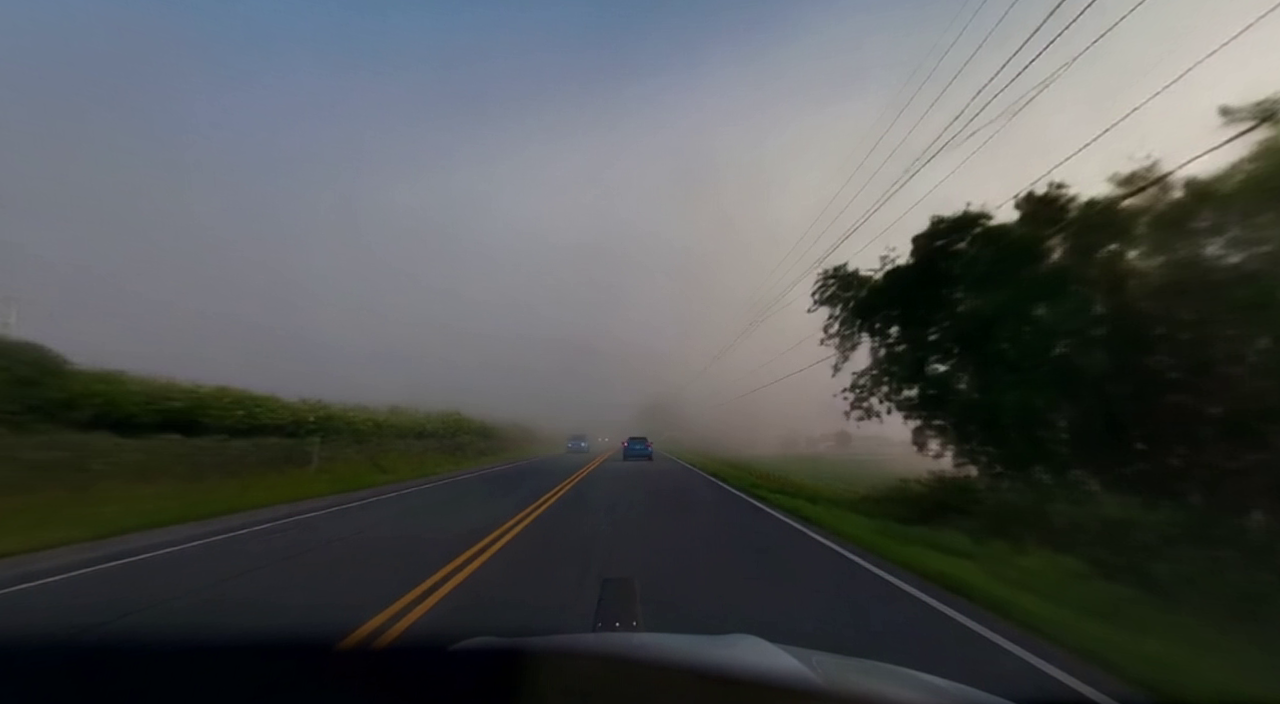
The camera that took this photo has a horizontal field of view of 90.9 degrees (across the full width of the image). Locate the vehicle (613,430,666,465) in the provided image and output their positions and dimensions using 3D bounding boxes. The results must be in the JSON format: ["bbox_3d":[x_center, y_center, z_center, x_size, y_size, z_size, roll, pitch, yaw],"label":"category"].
[{"bbox_3d":[-0.080,4.344,28.772,2.241,1.471,3.829,0,-8,-2],"label":"vehicle"}]

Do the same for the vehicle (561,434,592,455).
[{"bbox_3d":[-4.774,7.042,48.147,2.019,1.511,4.290,0,-8,-1],"label":"vehicle"}]
